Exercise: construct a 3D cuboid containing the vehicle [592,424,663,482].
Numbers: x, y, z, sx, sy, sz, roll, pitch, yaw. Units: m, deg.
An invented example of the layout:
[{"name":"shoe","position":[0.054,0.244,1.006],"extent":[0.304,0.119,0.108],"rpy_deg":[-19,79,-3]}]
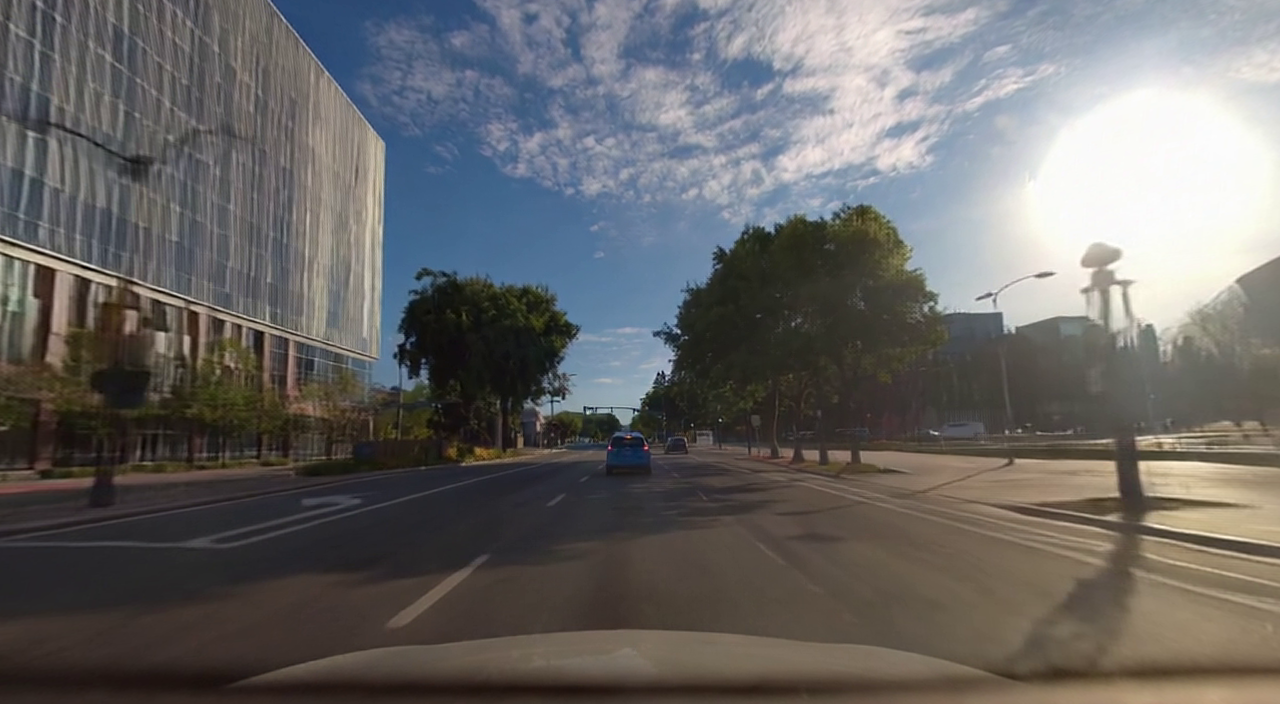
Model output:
[{"name":"vehicle","position":[-0.438,3.624,22.840],"extent":[2.313,1.860,4.319],"rpy_deg":[0,-9,-1]}]
